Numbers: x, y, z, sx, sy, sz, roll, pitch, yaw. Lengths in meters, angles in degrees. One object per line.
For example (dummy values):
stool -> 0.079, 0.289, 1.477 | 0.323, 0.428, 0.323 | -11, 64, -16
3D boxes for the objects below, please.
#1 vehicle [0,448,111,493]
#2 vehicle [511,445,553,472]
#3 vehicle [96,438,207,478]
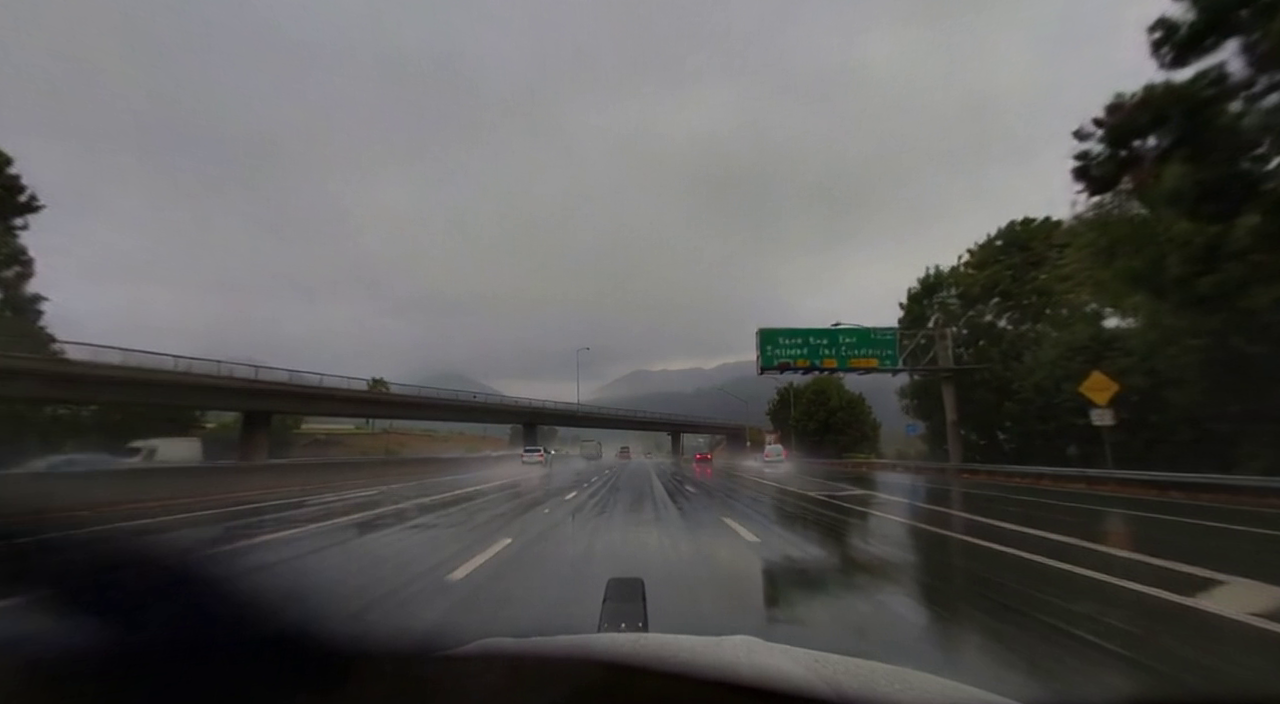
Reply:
vehicle -> -22.414, 4.299, 23.115 | 1.854, 1.461, 4.594 | 0, -9, 0
vehicle -> -6.928, 6.878, 40.681 | 1.935, 1.633, 3.955 | 0, -9, 1
vehicle -> -25.618, 5.571, 33.210 | 2.090, 1.946, 4.745 | 0, -9, -2
